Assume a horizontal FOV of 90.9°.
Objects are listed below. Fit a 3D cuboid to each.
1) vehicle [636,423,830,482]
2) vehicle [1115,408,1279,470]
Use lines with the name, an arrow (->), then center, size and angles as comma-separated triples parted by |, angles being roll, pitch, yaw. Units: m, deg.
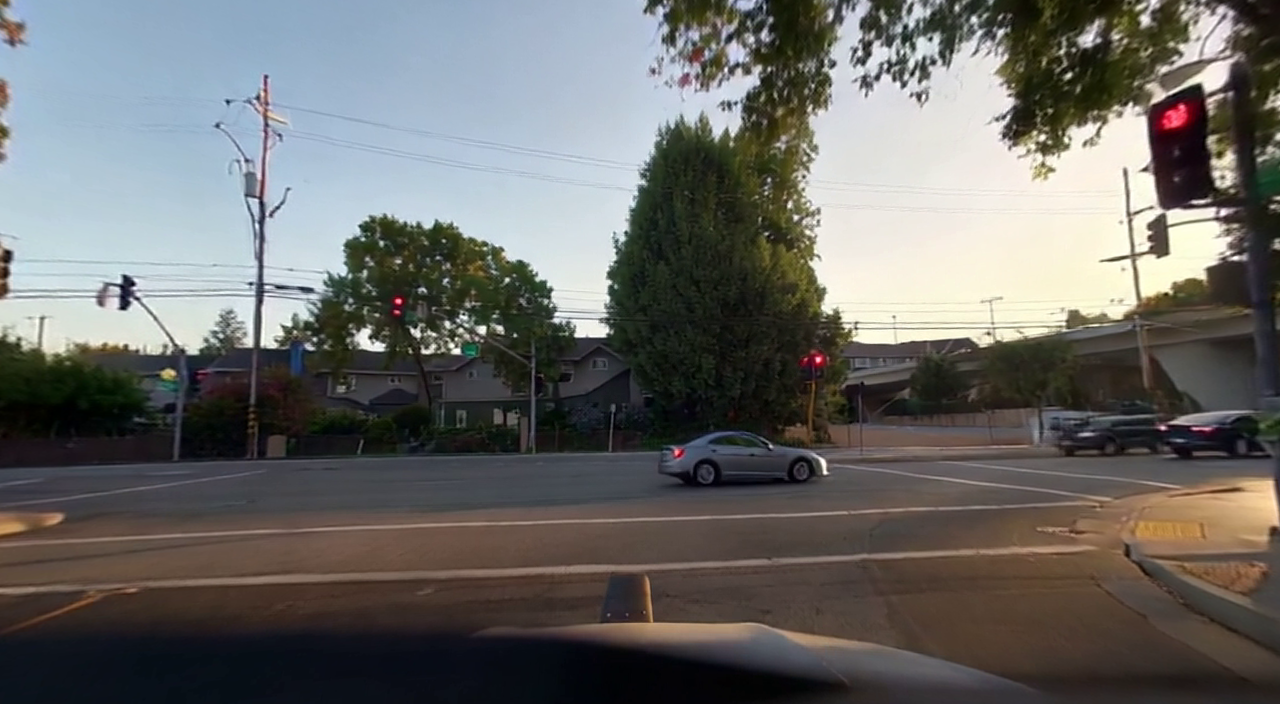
vehicle -> 2.361, 2.669, 16.775 | 4.757, 1.442, 1.858 | 1, -9, -7
vehicle -> 16.802, 2.520, 18.258 | 4.636, 1.668, 1.935 | 1, -9, -6
